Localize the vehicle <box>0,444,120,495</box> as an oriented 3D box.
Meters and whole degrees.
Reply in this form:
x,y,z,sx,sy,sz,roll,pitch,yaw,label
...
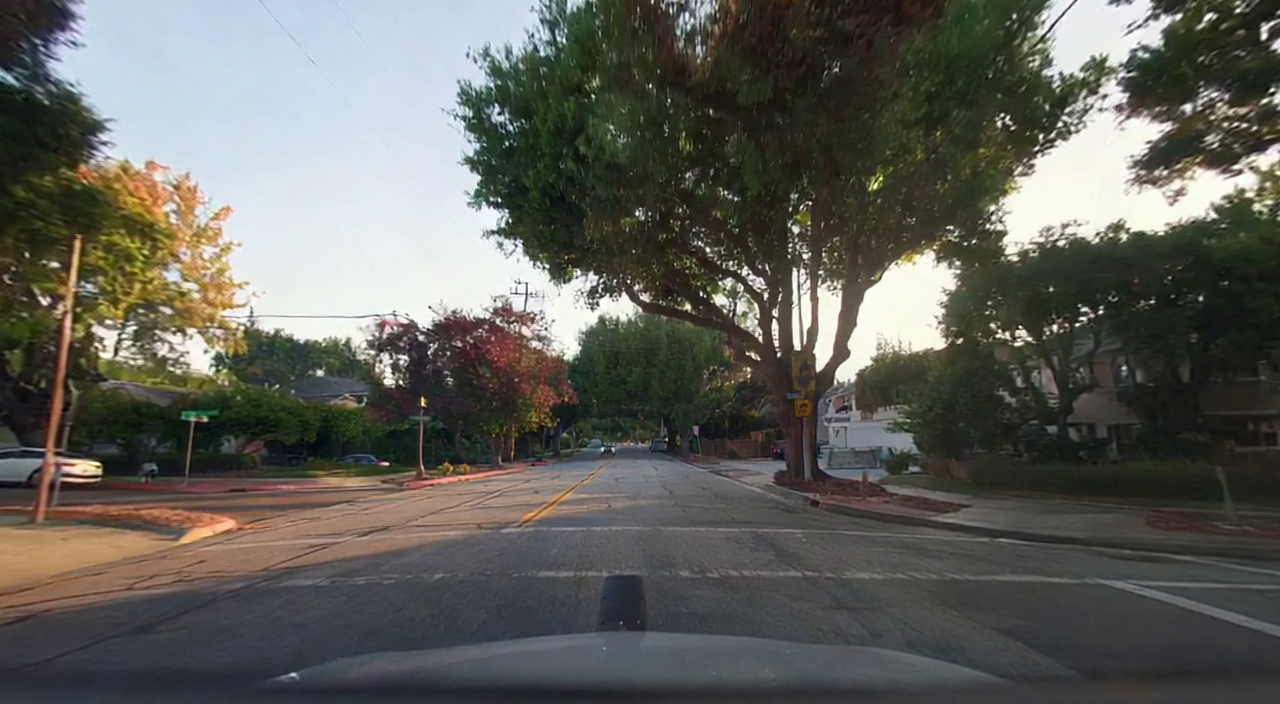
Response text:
x,y,z,sx,sy,sz,roll,pitch,yaw,label
-19.391,3.646,19.806,4.354,1.471,1.935,0,-8,-1,vehicle
